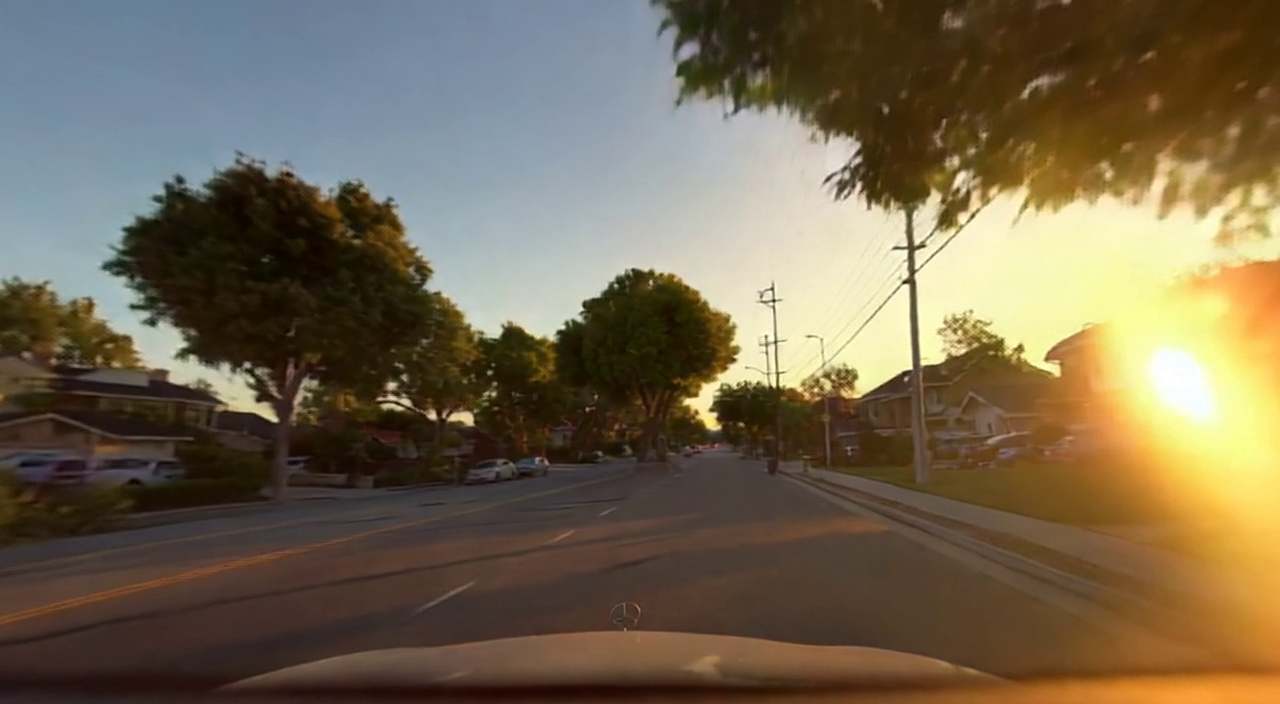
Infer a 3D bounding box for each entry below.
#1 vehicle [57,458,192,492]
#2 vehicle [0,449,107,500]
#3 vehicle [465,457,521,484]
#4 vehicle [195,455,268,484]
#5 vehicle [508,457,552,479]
[{"bbox_3d":[-24.031,5.740,29.617,4.326,1.452,2.121,1,-9,-5],"label":"vehicle"},{"bbox_3d":[-25.248,4.880,25.494,5.866,1.877,2.280,-2,-8,9],"label":"vehicle"},{"bbox_3d":[-9.213,7.485,40.060,1.936,1.489,4.311,-2,-9,9],"label":"vehicle"},{"bbox_3d":[-23.454,6.752,36.485,1.769,1.414,4.434,2,-8,-8],"label":"vehicle"},{"bbox_3d":[-8.097,8.588,46.990,1.863,1.481,4.363,-4,-9,9],"label":"vehicle"}]
